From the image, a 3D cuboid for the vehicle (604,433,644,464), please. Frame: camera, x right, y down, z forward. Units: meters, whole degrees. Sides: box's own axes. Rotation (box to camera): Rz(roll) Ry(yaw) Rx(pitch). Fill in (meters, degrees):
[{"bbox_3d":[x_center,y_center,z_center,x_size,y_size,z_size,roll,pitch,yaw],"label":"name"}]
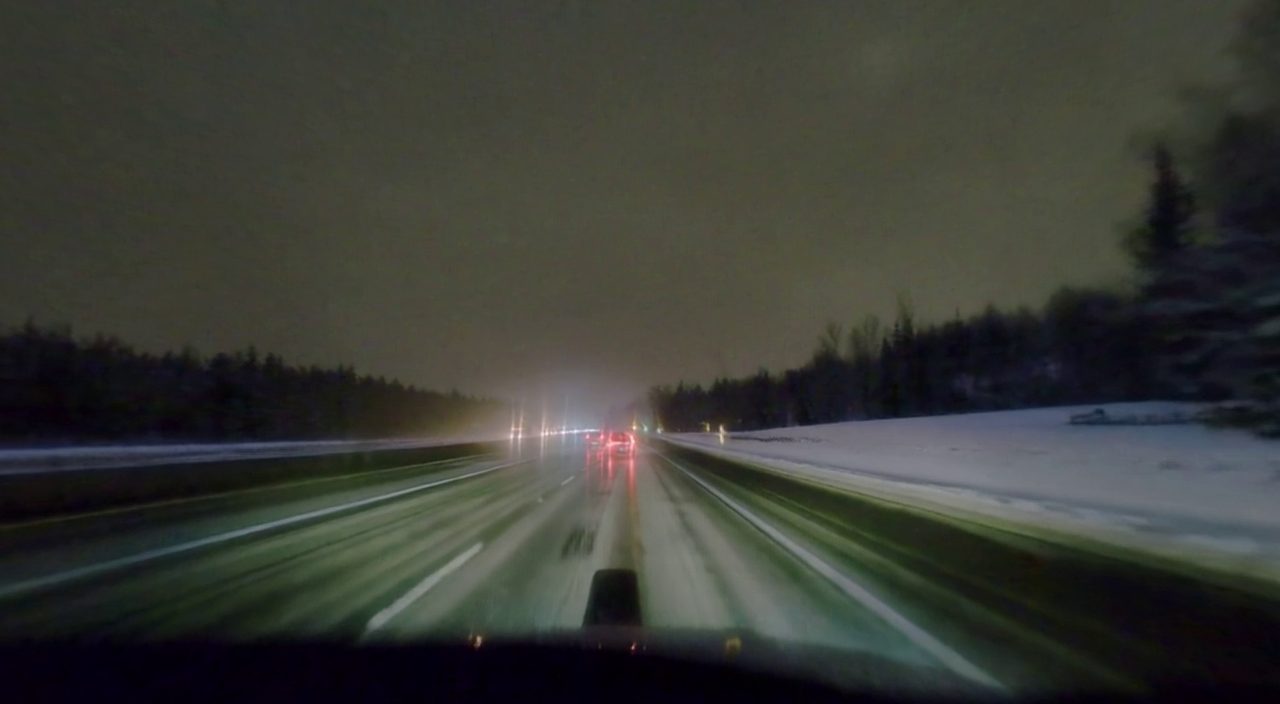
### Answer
[{"bbox_3d":[-0.854,4.989,32.791,1.948,1.470,3.913,0,-8,-2],"label":"vehicle"}]
